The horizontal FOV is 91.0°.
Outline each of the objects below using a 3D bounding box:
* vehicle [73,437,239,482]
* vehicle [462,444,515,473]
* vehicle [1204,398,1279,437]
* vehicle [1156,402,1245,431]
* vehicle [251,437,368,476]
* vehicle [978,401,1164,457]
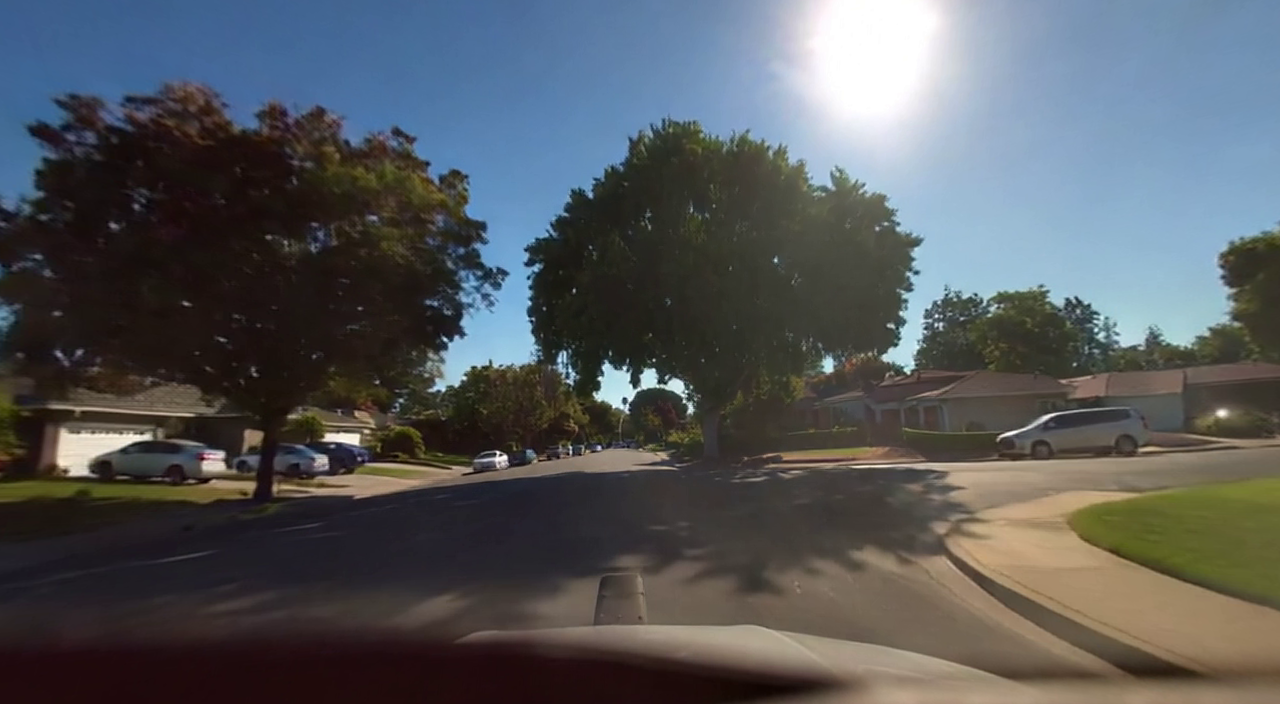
[{"bbox_3d":[-18.849,4.182,24.799,1.829,1.584,4.748,-5,-10,27],"label":"vehicle"},{"bbox_3d":[-8.796,6.198,36.929,2.040,1.525,5.212,0,-9,-3],"label":"vehicle"},{"bbox_3d":[33.938,3.644,34.384,2.029,1.747,4.373,0,-11,-2],"label":"vehicle"},{"bbox_3d":[34.829,4.104,39.311,1.971,1.581,4.495,-2,-9,10],"label":"vehicle"},{"bbox_3d":[-16.563,5.235,31.790,4.683,1.849,2.044,1,-9,-5],"label":"vehicle"},{"bbox_3d":[17.257,3.152,25.372,6.088,2.084,2.337,1,-9,-10],"label":"vehicle"}]
